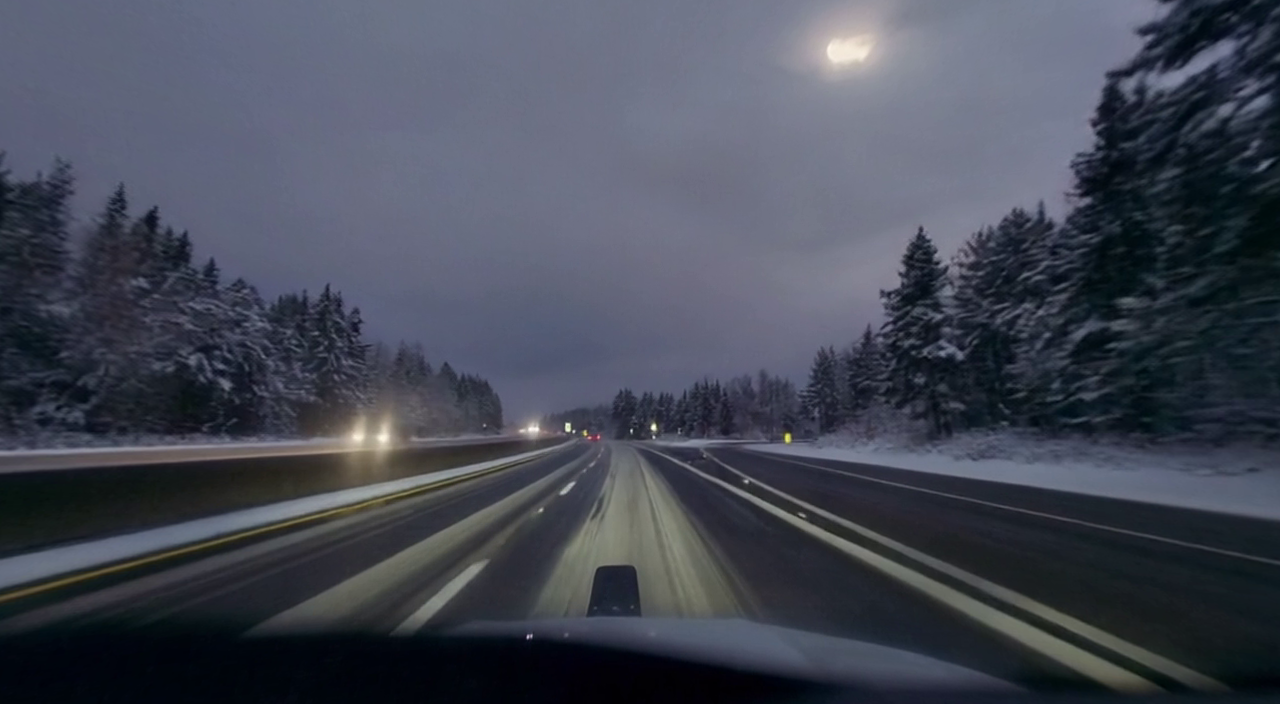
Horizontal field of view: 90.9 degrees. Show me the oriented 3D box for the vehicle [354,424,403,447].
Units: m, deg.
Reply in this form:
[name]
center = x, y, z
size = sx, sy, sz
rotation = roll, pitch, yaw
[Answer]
[vehicle]
center = -17.337, 5.555, 41.986
size = 1.761, 1.429, 3.686
rotation = 0, -8, -1
